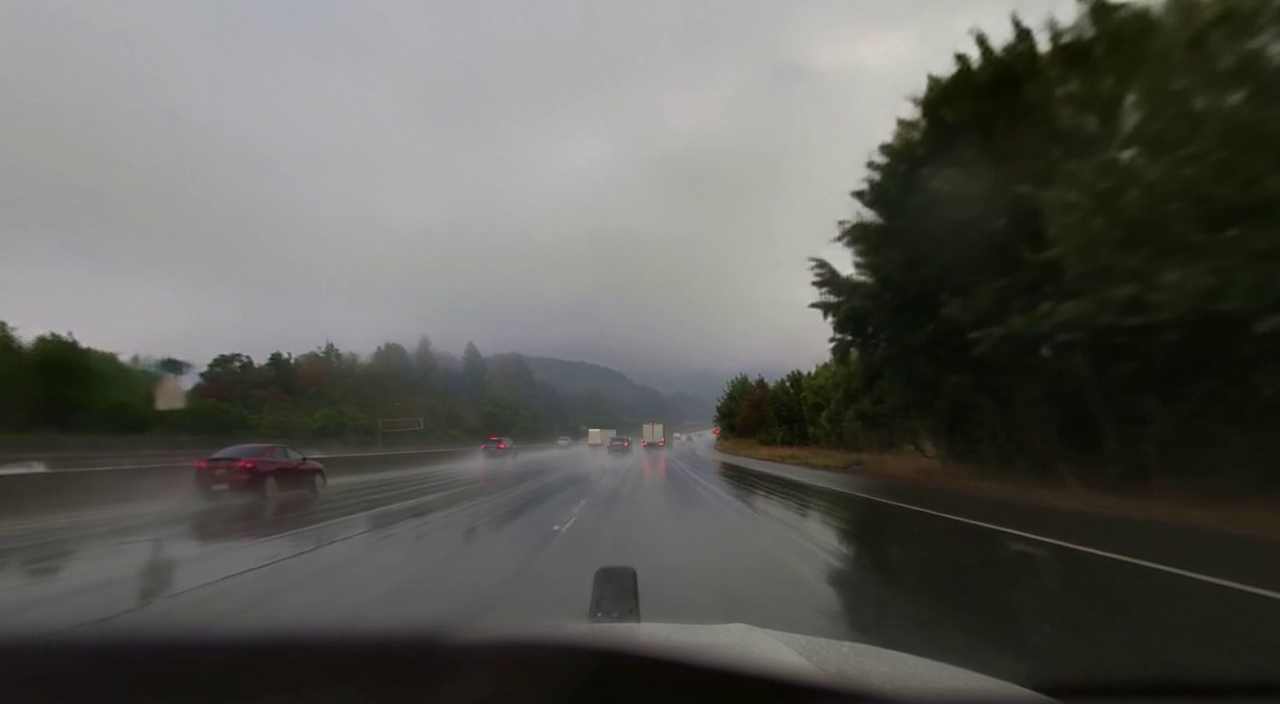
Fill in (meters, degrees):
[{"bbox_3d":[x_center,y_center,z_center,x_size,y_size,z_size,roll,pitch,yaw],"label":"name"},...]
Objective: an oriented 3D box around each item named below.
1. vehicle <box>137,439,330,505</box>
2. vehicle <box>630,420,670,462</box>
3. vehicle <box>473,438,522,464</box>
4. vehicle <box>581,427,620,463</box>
[{"bbox_3d":[-10.287,3.036,16.553,1.952,1.457,4.689,0,-8,0],"label":"vehicle"},{"bbox_3d":[0.755,6.669,47.565,2.768,2.854,6.757,1,-8,1],"label":"vehicle"},{"bbox_3d":[-10.150,7.103,45.491,2.080,1.777,5.450,0,-8,2],"label":"vehicle"},{"bbox_3d":[-2.880,6.967,47.132,2.328,2.519,5.238,0,-8,2],"label":"vehicle"}]
